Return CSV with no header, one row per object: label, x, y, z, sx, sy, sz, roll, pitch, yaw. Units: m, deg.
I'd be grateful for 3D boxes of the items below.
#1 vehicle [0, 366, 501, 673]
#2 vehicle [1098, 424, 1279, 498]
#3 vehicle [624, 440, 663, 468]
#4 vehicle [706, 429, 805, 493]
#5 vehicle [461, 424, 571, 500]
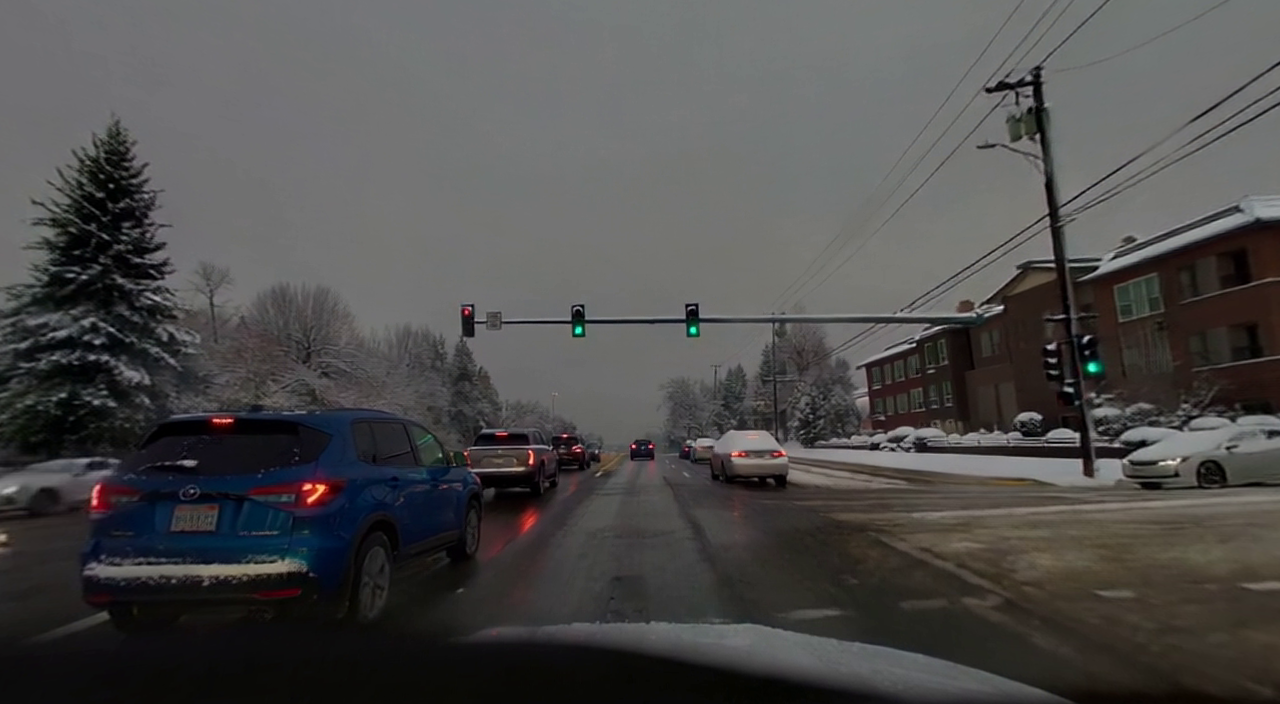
vehicle,-2.916,1.274,5.848,2.127,1.754,4.287,0,-8,2
vehicle,13.650,2.533,14.789,4.119,1.574,2.028,-2,-9,14
vehicle,0.207,5.914,36.625,2.185,1.515,4.215,0,-8,0
vehicle,3.443,3.365,19.809,2.201,1.734,4.564,0,-8,-1
vehicle,-3.121,2.874,16.850,1.958,1.744,4.315,0,-8,1
